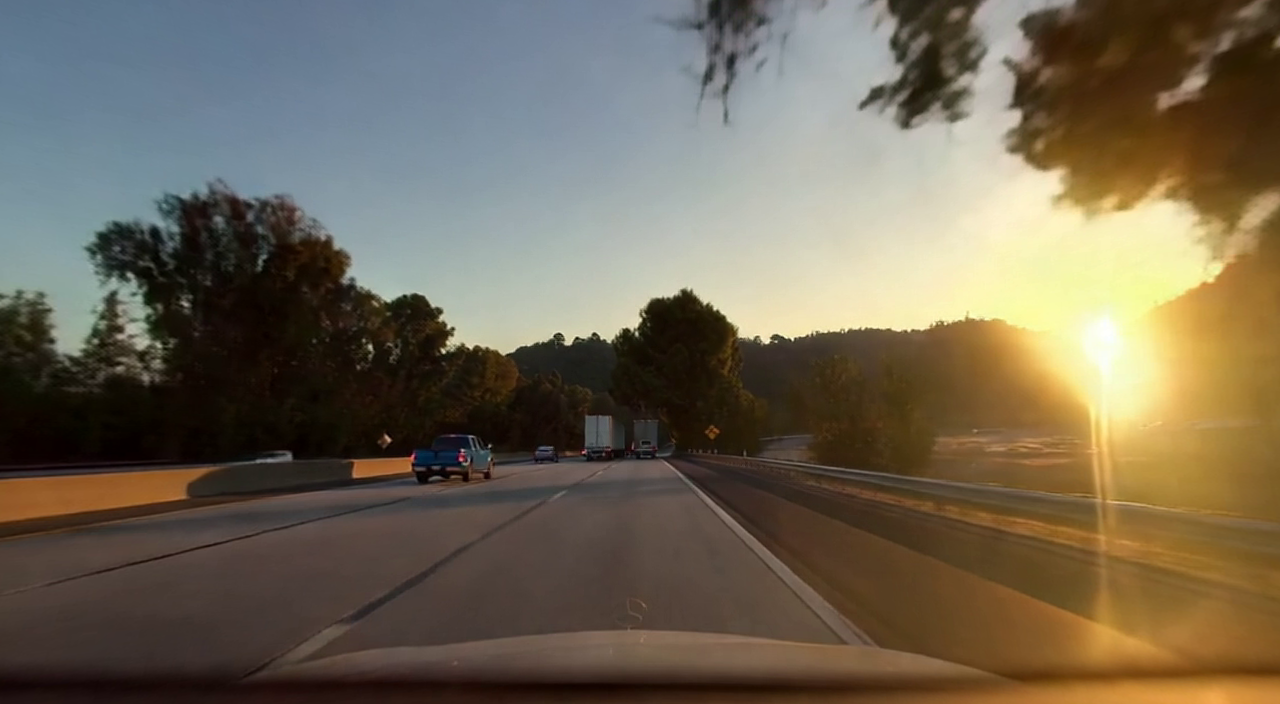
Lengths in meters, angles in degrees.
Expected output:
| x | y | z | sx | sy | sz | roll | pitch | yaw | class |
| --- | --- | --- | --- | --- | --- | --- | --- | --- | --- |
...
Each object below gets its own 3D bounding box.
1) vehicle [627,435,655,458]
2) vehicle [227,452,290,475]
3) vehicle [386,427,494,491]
| x | y | z | sx | sy | sz | roll | pitch | yaw | class |
| --- | --- | --- | --- | --- | --- | --- | --- | --- | --- |
| 0.069 | 7.189 | 48.043 | 2.072 | 1.630 | 4.529 | 0 | -8 | 0 | vehicle |
| -29.673 | 8.687 | 49.230 | 1.963 | 1.610 | 4.674 | 0 | -8 | 0 | vehicle |
| -6.533 | 3.543 | 21.247 | 2.149 | 1.884 | 4.627 | 0 | -8 | -1 | vehicle |
